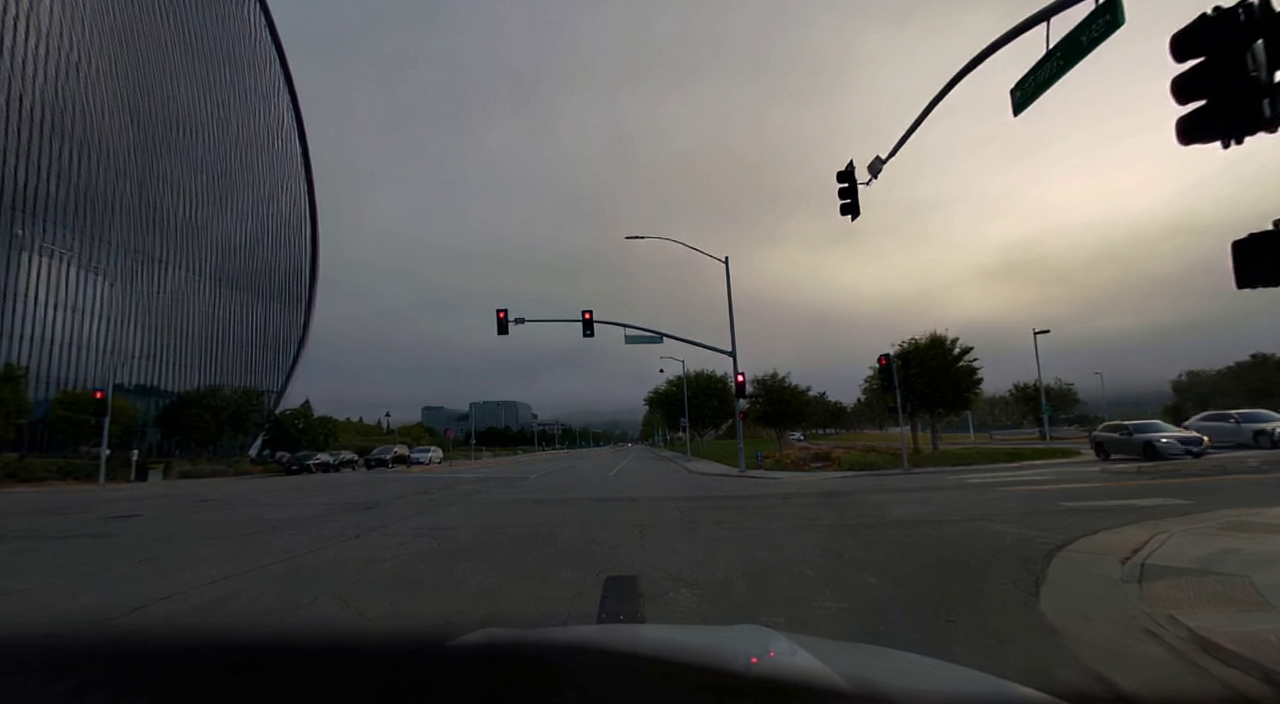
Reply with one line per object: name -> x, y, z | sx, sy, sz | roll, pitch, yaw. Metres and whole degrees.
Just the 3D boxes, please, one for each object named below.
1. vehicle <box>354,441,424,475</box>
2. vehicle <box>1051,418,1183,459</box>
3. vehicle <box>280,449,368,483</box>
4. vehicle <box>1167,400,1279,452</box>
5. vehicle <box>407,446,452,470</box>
vehicle -> -14.891, 6.307, 37.729 | 2.091, 1.915, 5.040 | 0, -9, 0
vehicle -> 19.072, 3.524, 25.495 | 1.834, 1.480, 4.458 | 0, -9, -1
vehicle -> -14.805, 5.333, 29.794 | 1.790, 1.437, 4.349 | 0, -9, 2
vehicle -> 24.408, 3.026, 25.195 | 2.109, 1.836, 5.080 | -2, -10, 0
vehicle -> -15.146, 7.641, 45.577 | 1.932, 1.605, 4.146 | 1, -9, -2
